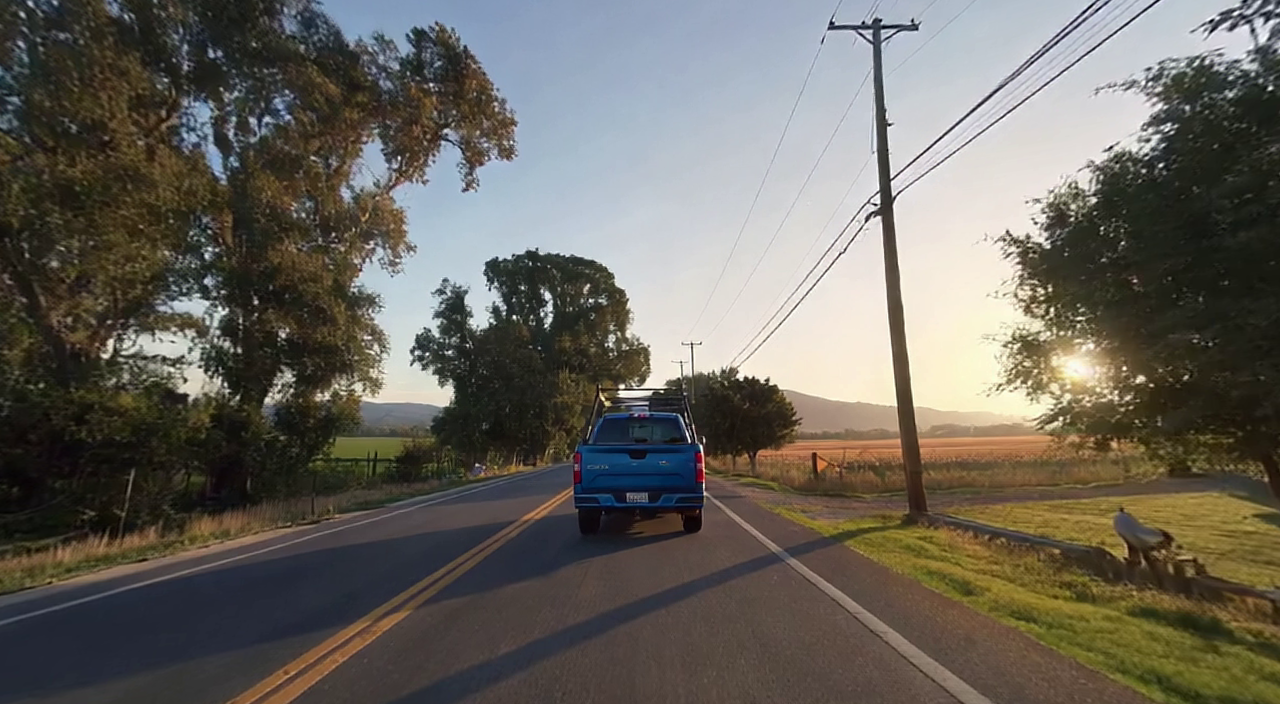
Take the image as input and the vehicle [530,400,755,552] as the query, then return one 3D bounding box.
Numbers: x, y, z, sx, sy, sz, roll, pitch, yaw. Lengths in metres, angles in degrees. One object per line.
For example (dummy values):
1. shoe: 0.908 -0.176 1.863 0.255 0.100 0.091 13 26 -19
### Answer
1. vehicle: -0.013 1.967 10.833 2.774 1.861 5.885 0 -8 -1
